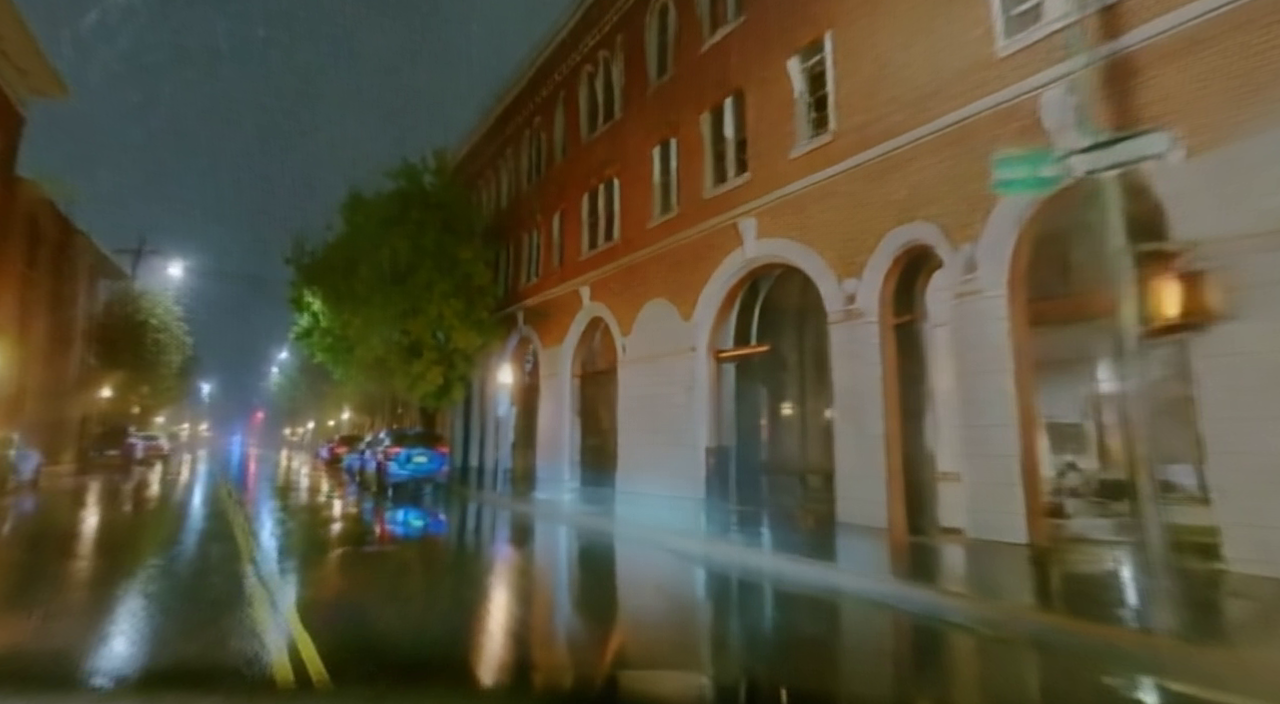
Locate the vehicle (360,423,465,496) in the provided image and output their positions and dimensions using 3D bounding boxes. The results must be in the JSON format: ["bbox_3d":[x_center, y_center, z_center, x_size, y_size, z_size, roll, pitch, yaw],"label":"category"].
[{"bbox_3d":[-6.721,3.063,18.334,1.953,1.804,4.518,5,-10,-31],"label":"vehicle"}]

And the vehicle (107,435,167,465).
[{"bbox_3d":[-26.927,5.248,33.873,1.934,1.478,4.180,4,-9,-31],"label":"vehicle"}]
